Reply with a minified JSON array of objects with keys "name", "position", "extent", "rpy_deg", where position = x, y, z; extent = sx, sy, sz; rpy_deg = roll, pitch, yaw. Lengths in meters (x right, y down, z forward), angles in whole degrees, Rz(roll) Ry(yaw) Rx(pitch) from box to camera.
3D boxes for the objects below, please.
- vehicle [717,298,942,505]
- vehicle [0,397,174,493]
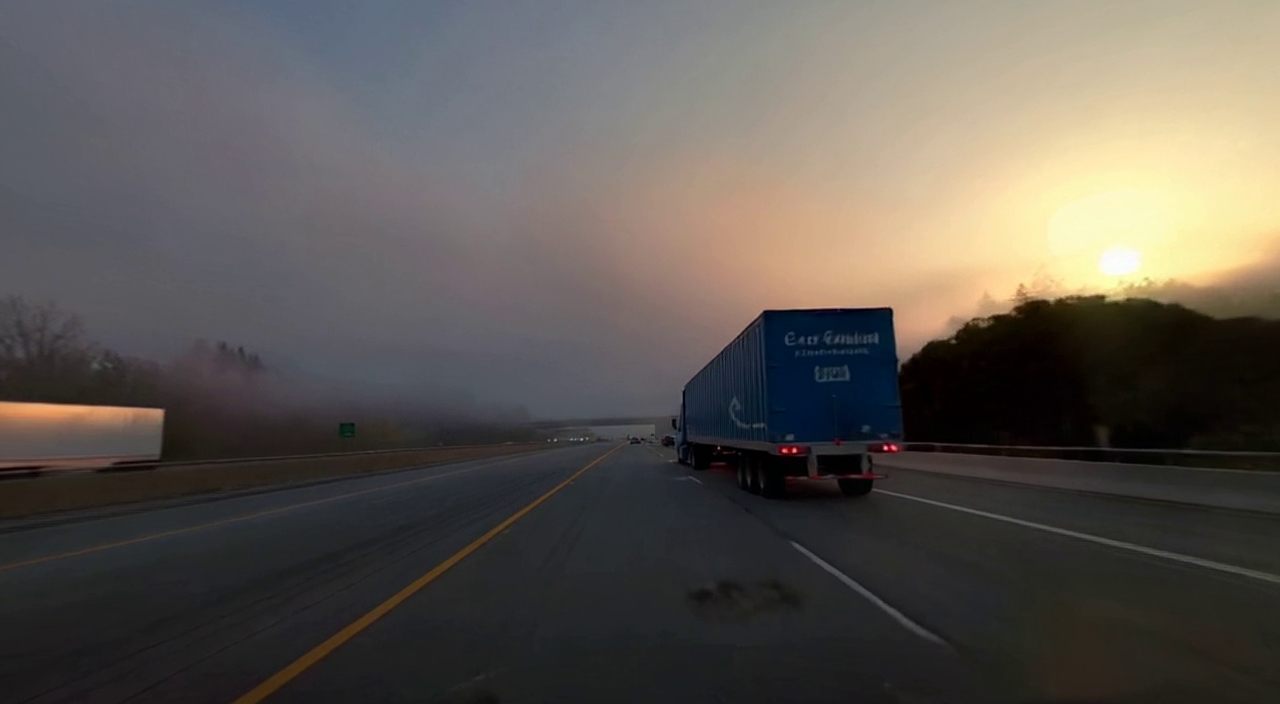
[{"name":"vehicle","position":[4.027,1.444,15.971],"extent":[2.888,3.866,8.380],"rpy_deg":[0,-8,-1]},{"name":"vehicle","position":[-29.203,4.291,29.165],"extent":[2.918,4.122,14.289],"rpy_deg":[-1,-8,6]}]
